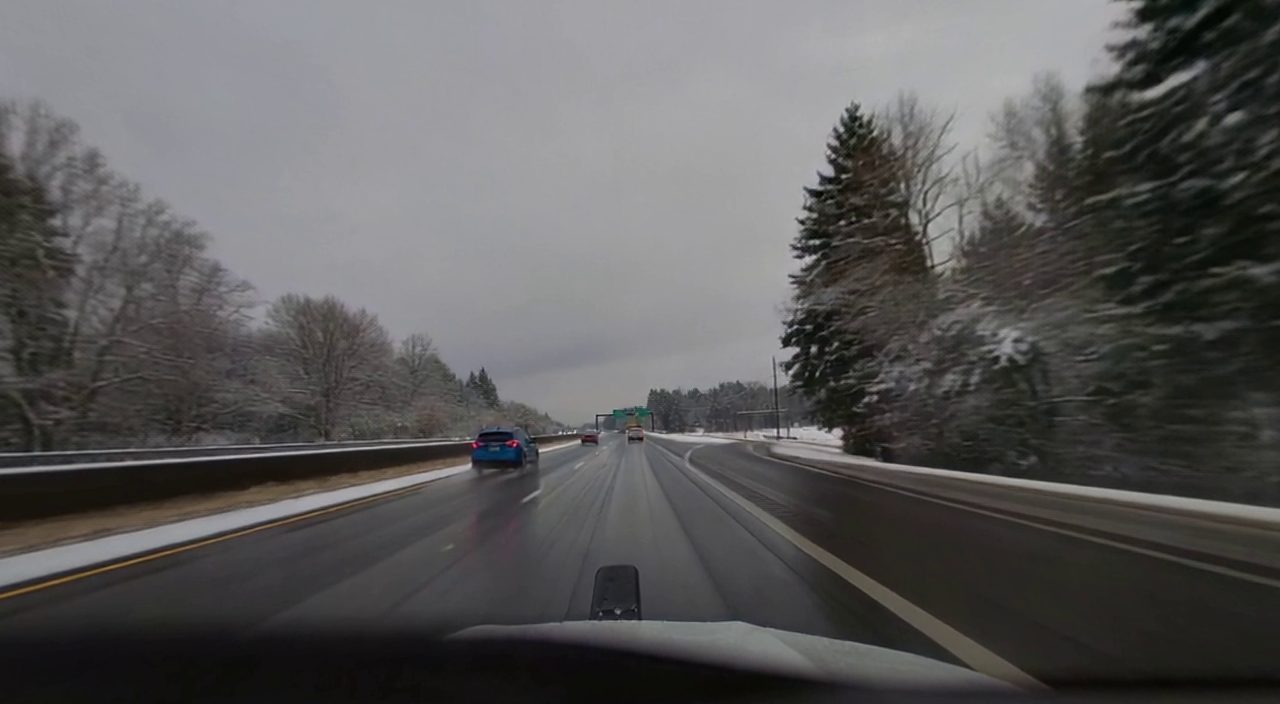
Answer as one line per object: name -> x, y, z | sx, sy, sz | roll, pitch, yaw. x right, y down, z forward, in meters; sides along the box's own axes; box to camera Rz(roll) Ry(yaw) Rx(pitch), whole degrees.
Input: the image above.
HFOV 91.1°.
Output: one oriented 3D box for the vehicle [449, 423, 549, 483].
vehicle -> -4.036, 2.955, 18.786 | 2.023, 1.580, 4.259 | 0, -8, 0
